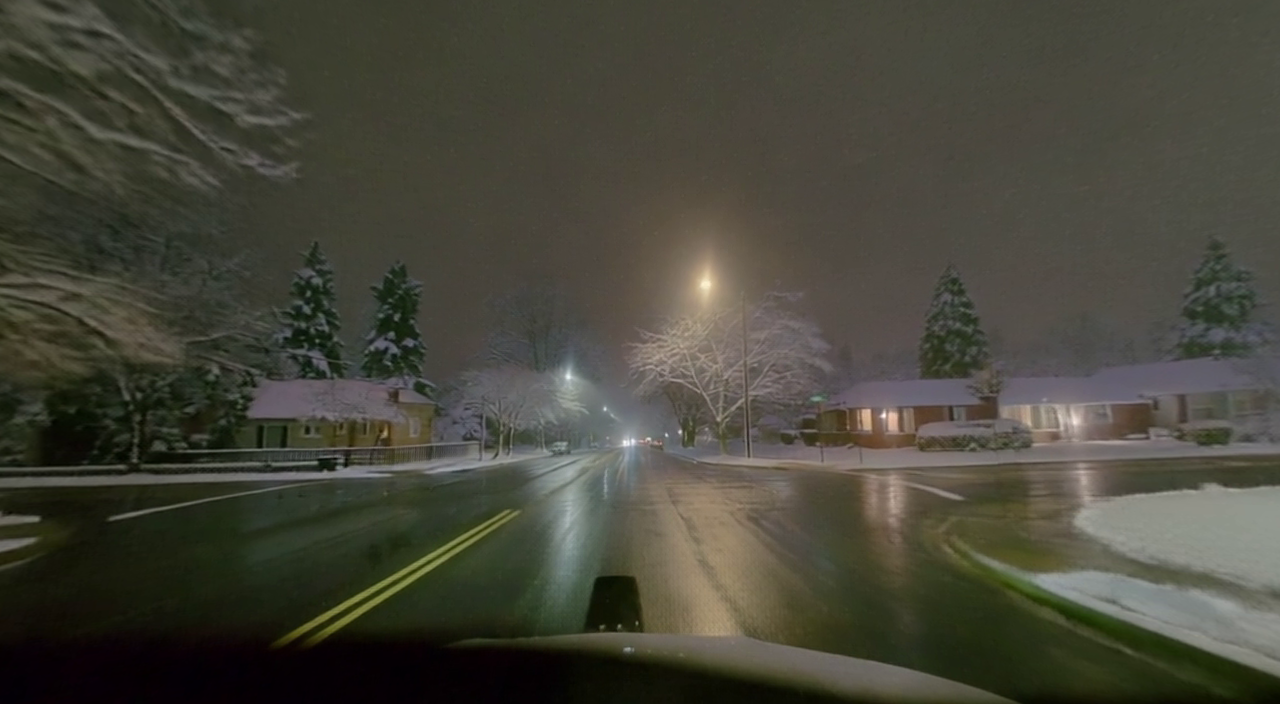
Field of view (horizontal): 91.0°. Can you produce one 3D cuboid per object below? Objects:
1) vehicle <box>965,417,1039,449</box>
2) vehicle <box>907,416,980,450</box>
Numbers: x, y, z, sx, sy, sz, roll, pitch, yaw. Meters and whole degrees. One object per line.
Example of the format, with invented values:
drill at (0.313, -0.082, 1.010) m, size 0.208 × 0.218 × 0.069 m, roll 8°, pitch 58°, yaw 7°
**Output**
vehicle at (18.855, 4.282, 33.002) m, size 1.803 × 1.504 × 4.324 m, roll -1°, pitch -8°, yaw 7°
vehicle at (16.109, 4.368, 33.641) m, size 1.829 × 1.667 × 4.437 m, roll -1°, pitch -8°, yaw 2°
